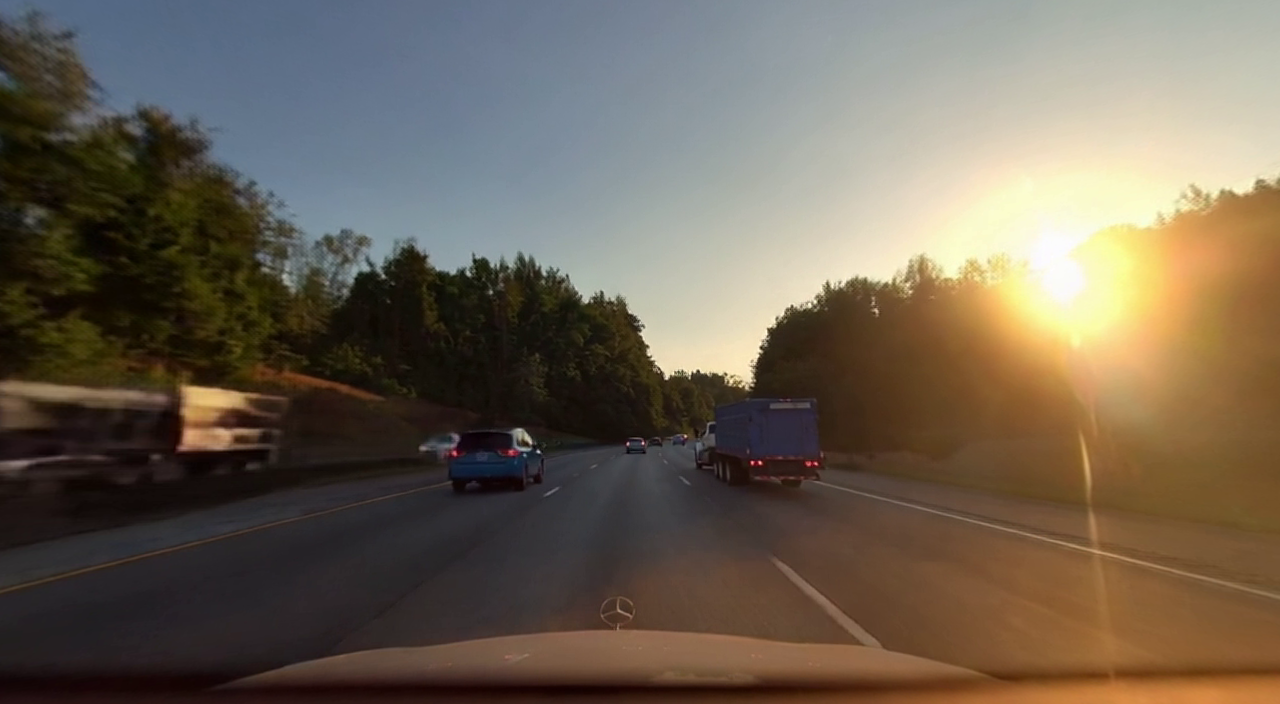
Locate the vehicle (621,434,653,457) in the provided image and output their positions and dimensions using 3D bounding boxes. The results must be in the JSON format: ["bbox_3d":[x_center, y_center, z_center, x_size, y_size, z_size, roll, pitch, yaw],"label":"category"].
[{"bbox_3d":[-0.195,6.791,45.908,2.195,1.529,4.572,0,-8,1],"label":"vehicle"}]

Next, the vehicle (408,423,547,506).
[{"bbox_3d":[-3.428,2.440,14.220,2.008,1.588,4.147,0,-8,0],"label":"vehicle"}]

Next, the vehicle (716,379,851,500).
[{"bbox_3d":[3.298,2.127,15.482,2.256,2.568,4.049,0,-8,-1],"label":"vehicle"}]

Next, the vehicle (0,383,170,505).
[{"bbox_3d":[-14.364,2.070,14.225,2.279,2.504,6.738,0,-8,0],"label":"vehicle"}]
